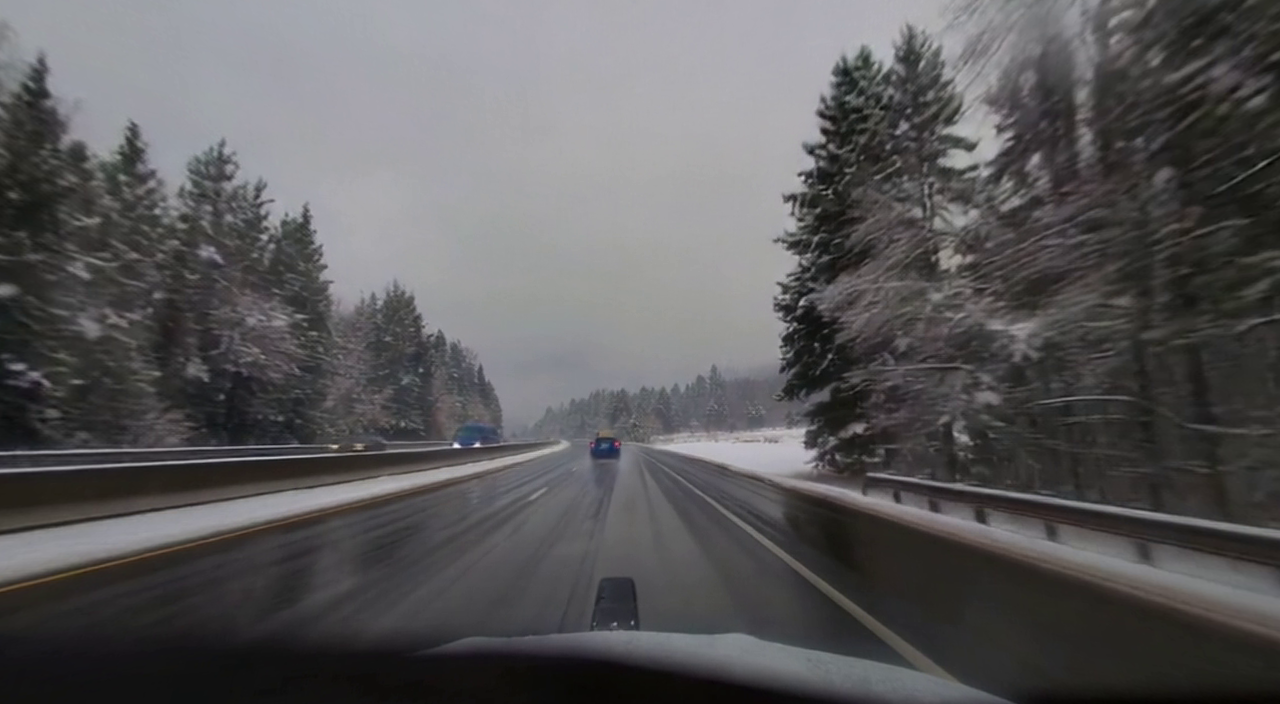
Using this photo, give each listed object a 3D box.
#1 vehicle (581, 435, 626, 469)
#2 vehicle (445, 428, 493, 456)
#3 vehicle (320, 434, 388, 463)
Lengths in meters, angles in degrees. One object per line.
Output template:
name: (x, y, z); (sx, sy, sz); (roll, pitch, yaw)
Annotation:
vehicle: (-1.712, 4.798, 30.447); (2.004, 1.515, 3.968); (0, -8, -1)
vehicle: (-12.769, 6.764, 47.311); (2.237, 1.989, 5.436); (0, -8, -2)
vehicle: (-16.160, 5.472, 35.814); (1.891, 1.513, 4.450); (0, -8, -2)
